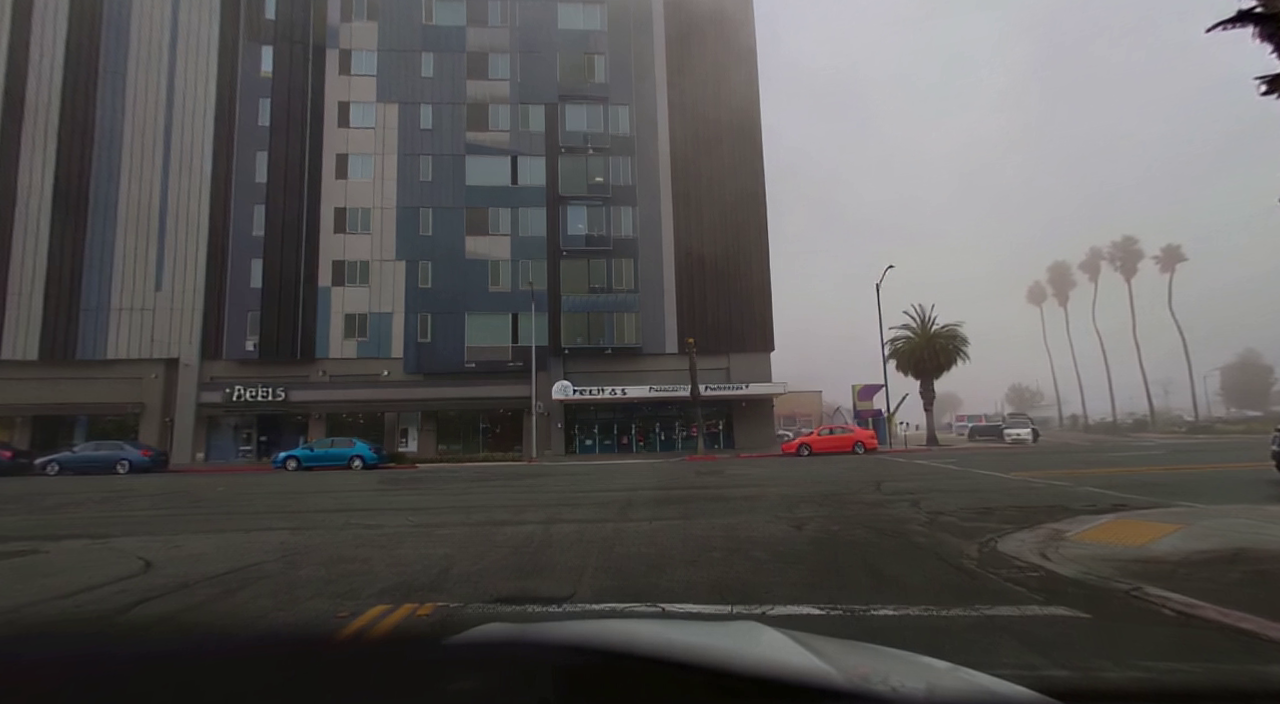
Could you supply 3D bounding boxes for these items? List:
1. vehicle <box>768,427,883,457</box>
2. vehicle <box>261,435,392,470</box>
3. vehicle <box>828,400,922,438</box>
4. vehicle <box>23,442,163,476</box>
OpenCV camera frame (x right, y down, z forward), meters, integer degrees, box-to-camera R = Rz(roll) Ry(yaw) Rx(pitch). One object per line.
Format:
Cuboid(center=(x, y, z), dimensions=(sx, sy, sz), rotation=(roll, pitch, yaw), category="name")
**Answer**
Cuboid(center=(8.622, 4.232, 29.611), dimensions=(4.782, 1.371, 1.763), rotation=(1, -9, -6), category="vehicle")
Cuboid(center=(-13.945, 4.496, 28.272), dimensions=(4.857, 1.497, 1.811), rotation=(0, -9, 2), category="vehicle")
Cuboid(center=(16.069, 4.646, 43.438), dimensions=(5.524, 2.504, 2.196), rotation=(0, -9, -2), category="vehicle")
Cuboid(center=(-23.628, 4.623, 27.410), dimensions=(4.321, 1.430, 1.775), rotation=(0, -9, -2), category="vehicle")
